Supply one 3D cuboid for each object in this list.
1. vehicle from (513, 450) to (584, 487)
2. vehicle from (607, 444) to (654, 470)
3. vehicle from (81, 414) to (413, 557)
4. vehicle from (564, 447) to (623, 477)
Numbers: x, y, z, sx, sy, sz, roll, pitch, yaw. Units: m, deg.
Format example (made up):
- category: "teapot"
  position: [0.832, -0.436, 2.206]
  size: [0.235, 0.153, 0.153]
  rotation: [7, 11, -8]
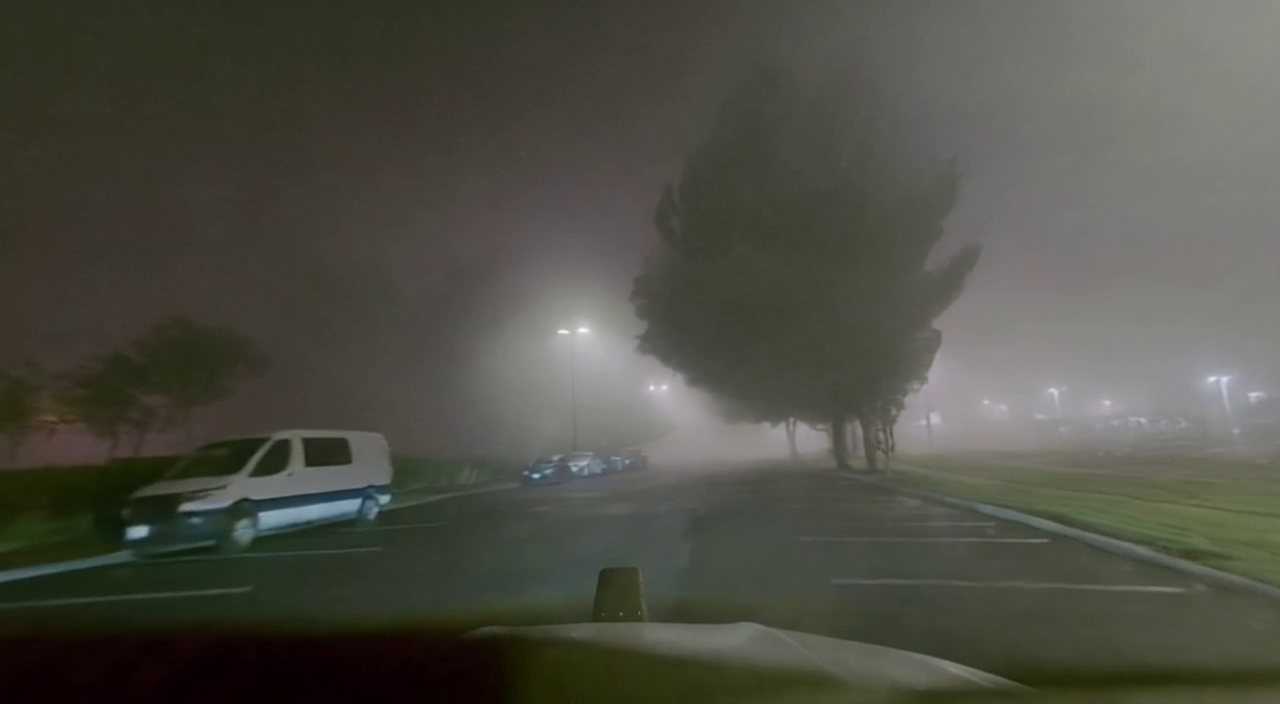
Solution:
- category: "vehicle"
  position: [-4.038, 5.221, 28.530]
  size: [1.938, 1.191, 3.630]
  rotation: [-8, -8, 11]
- category: "vehicle"
  position: [-0.581, 7.392, 44.862]
  size: [2.360, 1.741, 4.912]
  rotation: [-2, -9, 11]
- category: "vehicle"
  position: [-7.262, 2.495, 12.766]
  size: [2.433, 2.193, 5.547]
  rotation: [-2, -9, 11]
- category: "vehicle"
  position: [-2.474, 5.969, 34.576]
  size: [2.038, 1.525, 4.383]
  rotation: [-2, -9, 12]
